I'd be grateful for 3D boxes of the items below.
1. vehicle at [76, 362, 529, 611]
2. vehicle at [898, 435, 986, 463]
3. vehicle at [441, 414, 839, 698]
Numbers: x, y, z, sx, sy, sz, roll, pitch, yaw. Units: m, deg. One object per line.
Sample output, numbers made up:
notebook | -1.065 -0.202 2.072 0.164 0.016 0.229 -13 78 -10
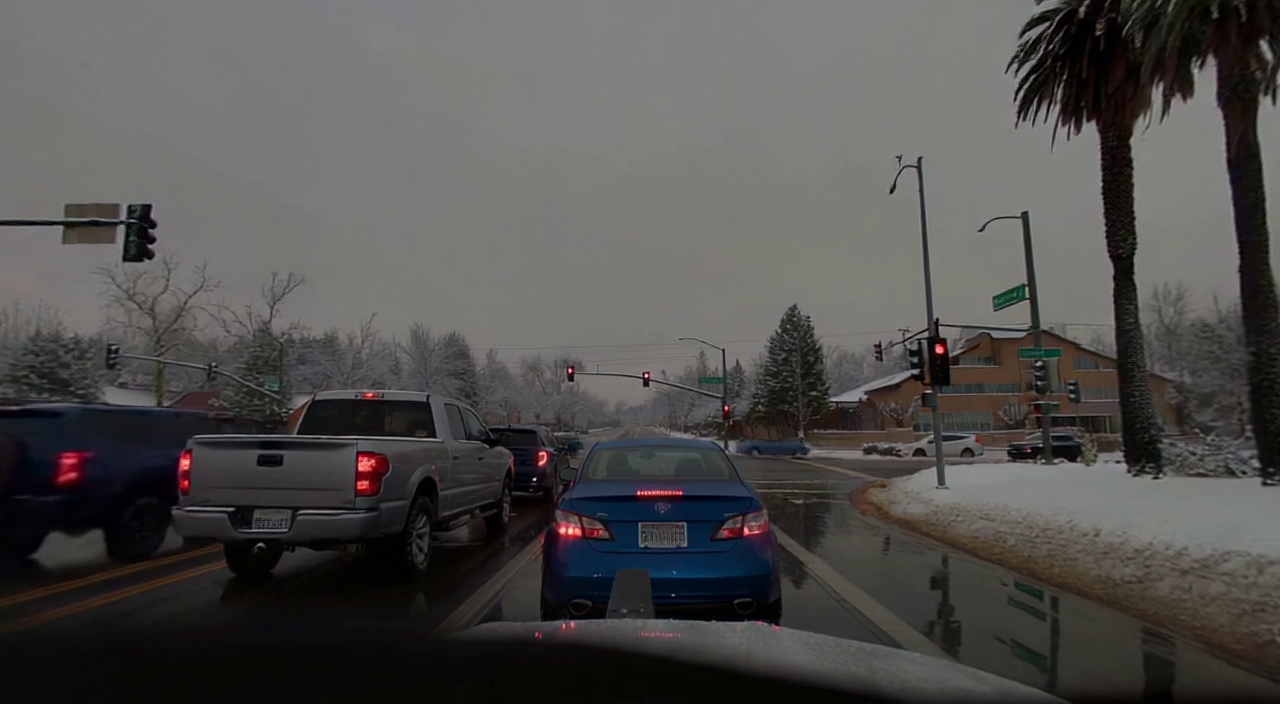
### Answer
vehicle | -3.227 1.481 7.912 2.330 1.969 5.626 -1 -8 3
vehicle | 18.838 6.074 39.295 4.466 1.717 1.963 0 -8 2
vehicle | 0.033 1.399 5.511 2.122 1.501 4.152 0 -8 1
